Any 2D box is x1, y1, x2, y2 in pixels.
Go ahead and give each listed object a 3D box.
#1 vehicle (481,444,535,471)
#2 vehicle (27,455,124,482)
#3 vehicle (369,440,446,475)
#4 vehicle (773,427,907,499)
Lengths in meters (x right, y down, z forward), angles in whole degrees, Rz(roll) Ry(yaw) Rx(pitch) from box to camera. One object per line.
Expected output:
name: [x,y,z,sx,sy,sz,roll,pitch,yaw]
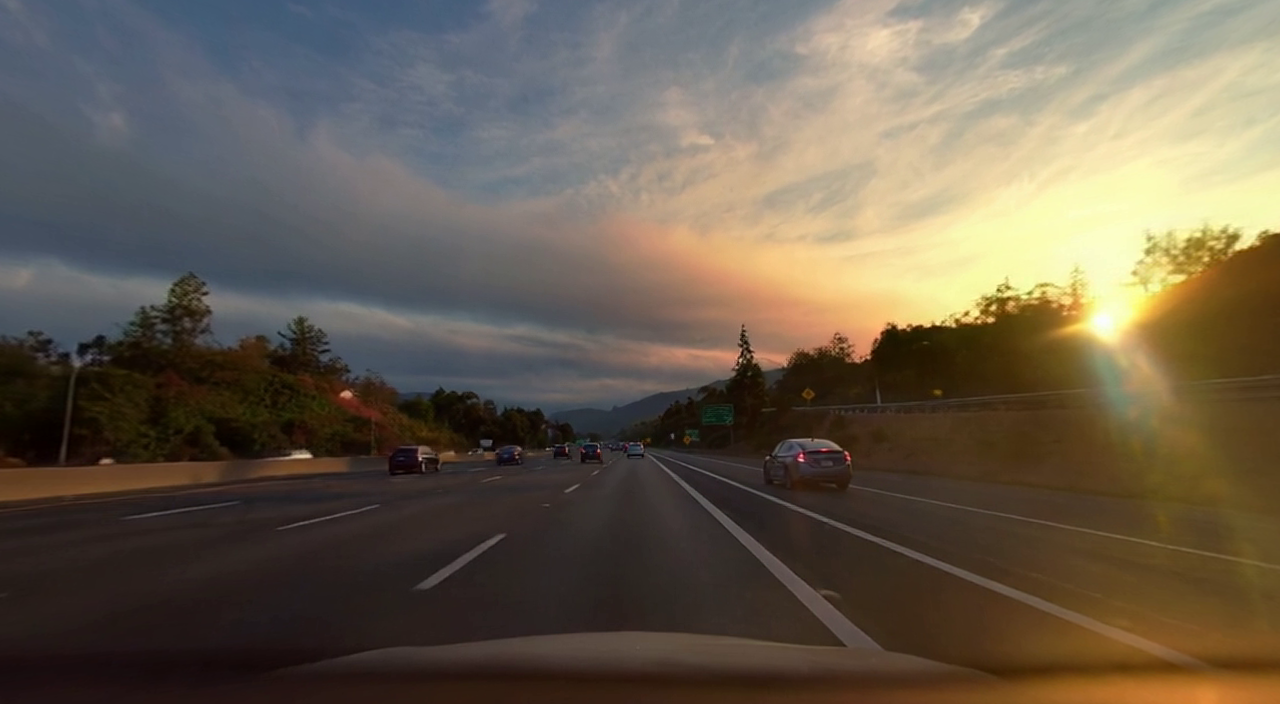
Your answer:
vehicle: [-7.550,6.085,36.553,2.071,1.486,4.703,0,-9,0]
vehicle: [-34.684,7.154,38.866,1.882,1.534,4.367,0,-9,-1]
vehicle: [-11.546,5.257,31.634,2.107,1.628,4.446,0,-9,0]
vehicle: [5.636,3.212,18.608,2.259,1.816,4.862,0,-9,-1]
